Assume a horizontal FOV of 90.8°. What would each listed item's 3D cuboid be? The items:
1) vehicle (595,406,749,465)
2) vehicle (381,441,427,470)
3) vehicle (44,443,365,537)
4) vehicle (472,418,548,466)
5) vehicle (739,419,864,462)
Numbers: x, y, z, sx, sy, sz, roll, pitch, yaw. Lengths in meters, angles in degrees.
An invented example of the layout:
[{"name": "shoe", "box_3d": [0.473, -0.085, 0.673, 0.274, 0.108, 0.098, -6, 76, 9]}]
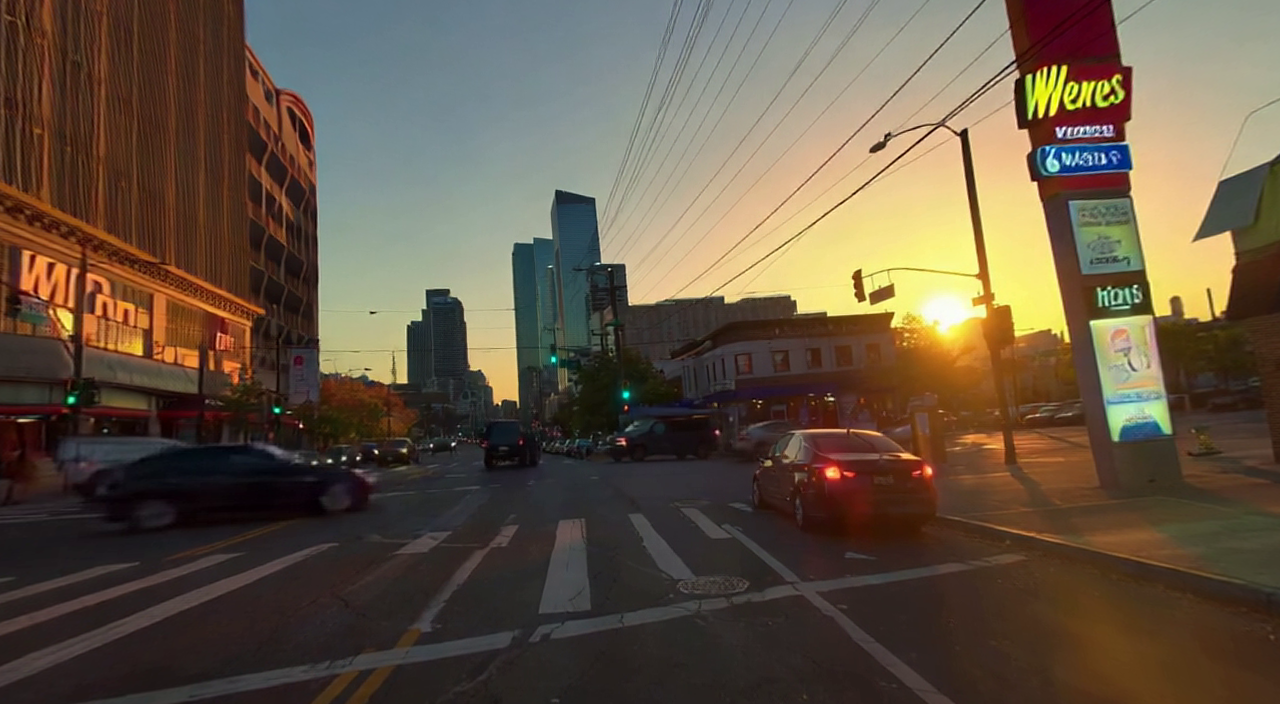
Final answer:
[{"name": "vehicle", "box_3d": [1.290, 3.194, 24.033, 5.588, 1.985, 2.374, 6, -10, -36]}, {"name": "vehicle", "box_3d": [-13.901, 6.015, 37.099, 2.093, 1.446, 4.054, 2, -7, -26]}, {"name": "vehicle", "box_3d": [-8.044, 2.543, 12.280, 4.707, 1.487, 1.907, 4, -10, -28]}, {"name": "vehicle", "box_3d": [-5.731, 4.090, 28.683, 2.081, 1.938, 5.603, -1, -8, 2]}, {"name": "vehicle", "box_3d": [5.999, 3.290, 23.407, 4.433, 1.453, 1.804, 5, -10, -30]}]
